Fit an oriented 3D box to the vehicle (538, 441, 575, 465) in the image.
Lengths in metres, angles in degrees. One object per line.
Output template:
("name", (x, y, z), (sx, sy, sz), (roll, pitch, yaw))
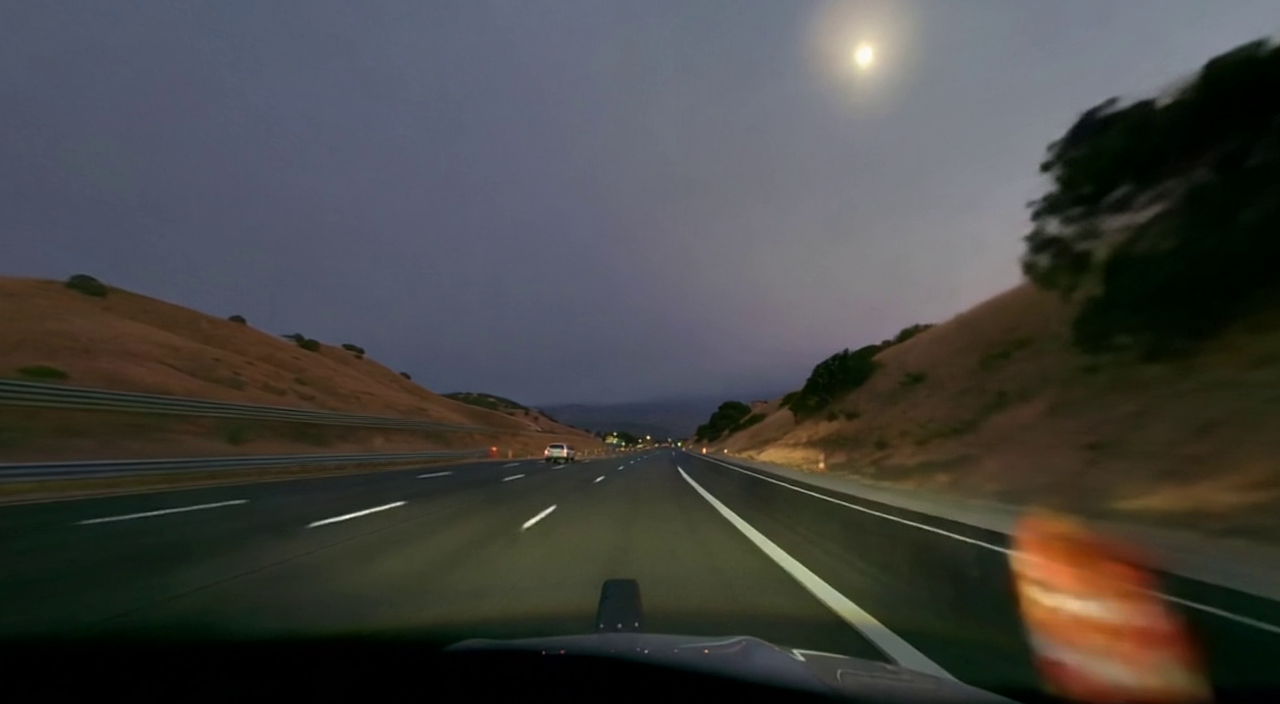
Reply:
("vehicle", (-6.013, 7.350, 45.891), (2.042, 1.585, 4.162), (0, -9, 2))
